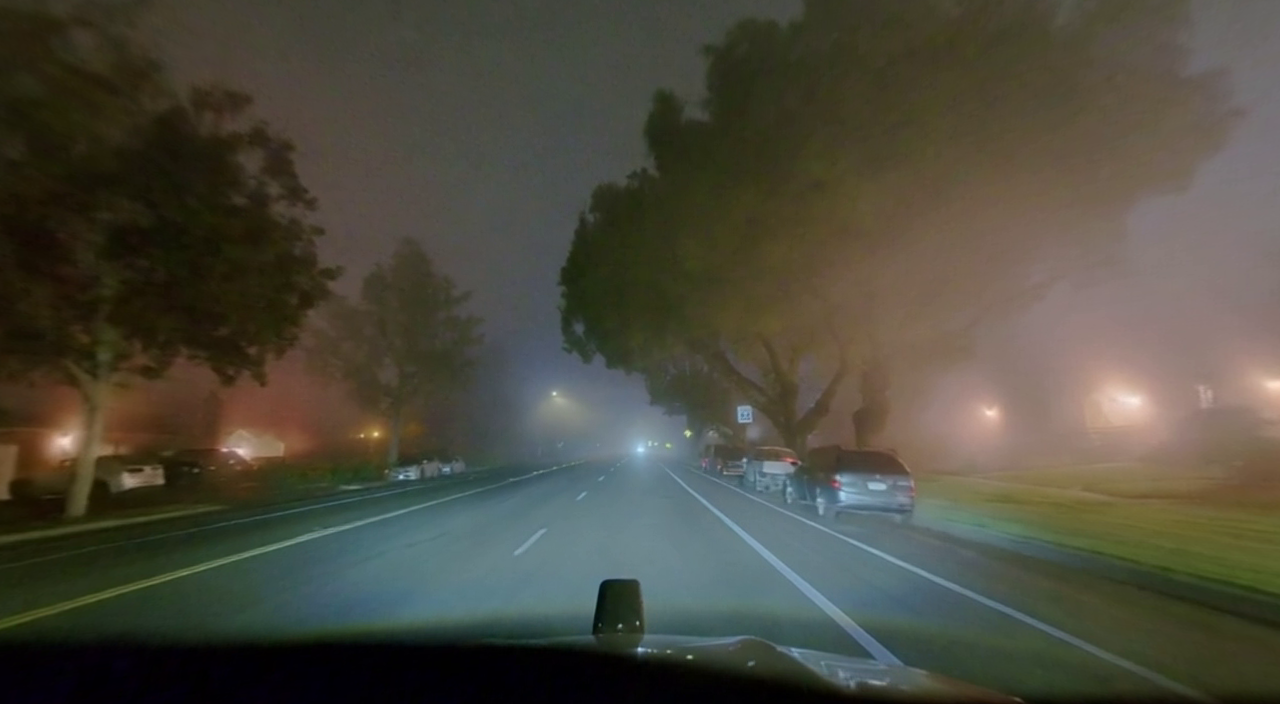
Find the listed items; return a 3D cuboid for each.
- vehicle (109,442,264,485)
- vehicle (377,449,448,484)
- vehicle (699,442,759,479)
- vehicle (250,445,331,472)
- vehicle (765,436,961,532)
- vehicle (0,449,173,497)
[{"bbox_3d":[-20.059,4.924,28.144,5.216,1.780,2.045,0,-9,-1],"label":"vehicle"},{"bbox_3d":[-10.971,5.515,30.770,1.895,1.551,4.229,-1,-8,0],"label":"vehicle"},{"bbox_3d":[3.947,4.903,28.884,2.002,1.493,4.652,0,-8,-1],"label":"vehicle"},{"bbox_3d":[-23.798,7.239,43.159,4.304,1.755,2.047,0,-8,-1],"label":"vehicle"},{"bbox_3d":[4.090,2.485,12.593,1.997,1.510,4.555,0,-8,-4],"label":"vehicle"},{"bbox_3d":[-19.230,4.150,21.900,4.446,1.534,2.018,-1,-9,2],"label":"vehicle"}]
